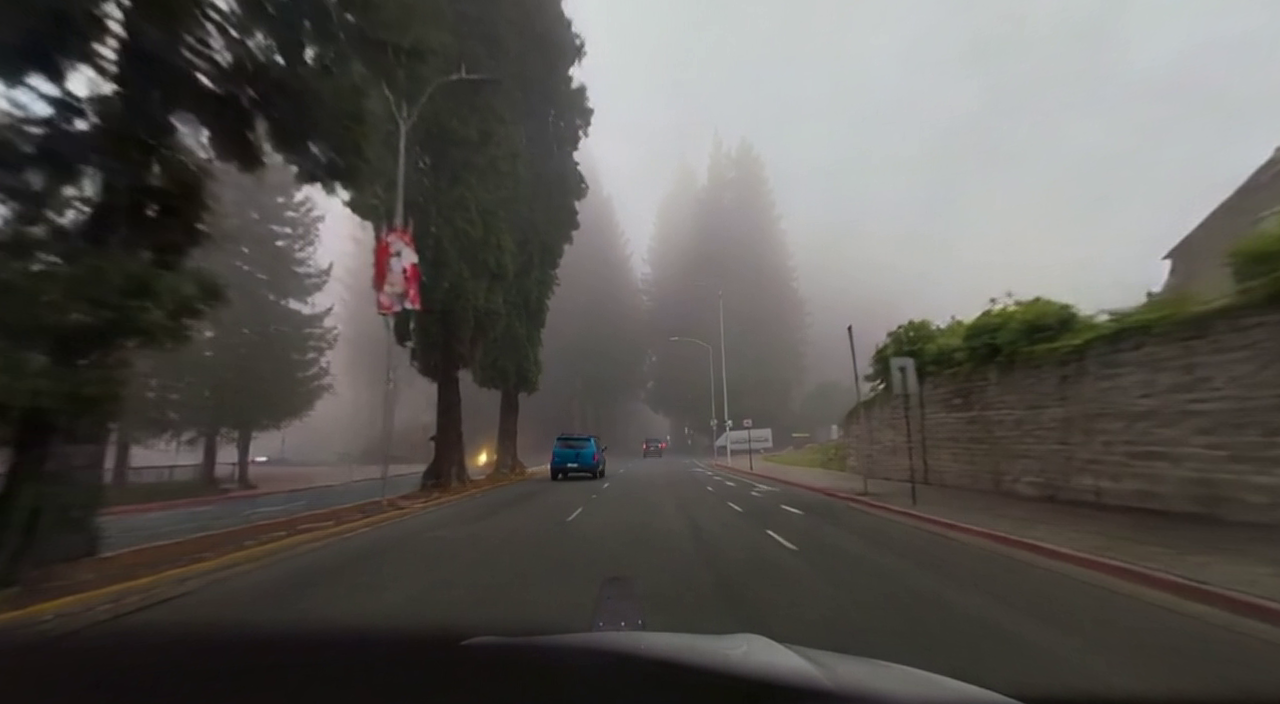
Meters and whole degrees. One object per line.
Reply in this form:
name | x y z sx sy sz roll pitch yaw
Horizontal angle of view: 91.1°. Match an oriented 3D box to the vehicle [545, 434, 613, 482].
vehicle | -2.449 4.450 26.644 2.281 1.837 4.845 0 -8 2
